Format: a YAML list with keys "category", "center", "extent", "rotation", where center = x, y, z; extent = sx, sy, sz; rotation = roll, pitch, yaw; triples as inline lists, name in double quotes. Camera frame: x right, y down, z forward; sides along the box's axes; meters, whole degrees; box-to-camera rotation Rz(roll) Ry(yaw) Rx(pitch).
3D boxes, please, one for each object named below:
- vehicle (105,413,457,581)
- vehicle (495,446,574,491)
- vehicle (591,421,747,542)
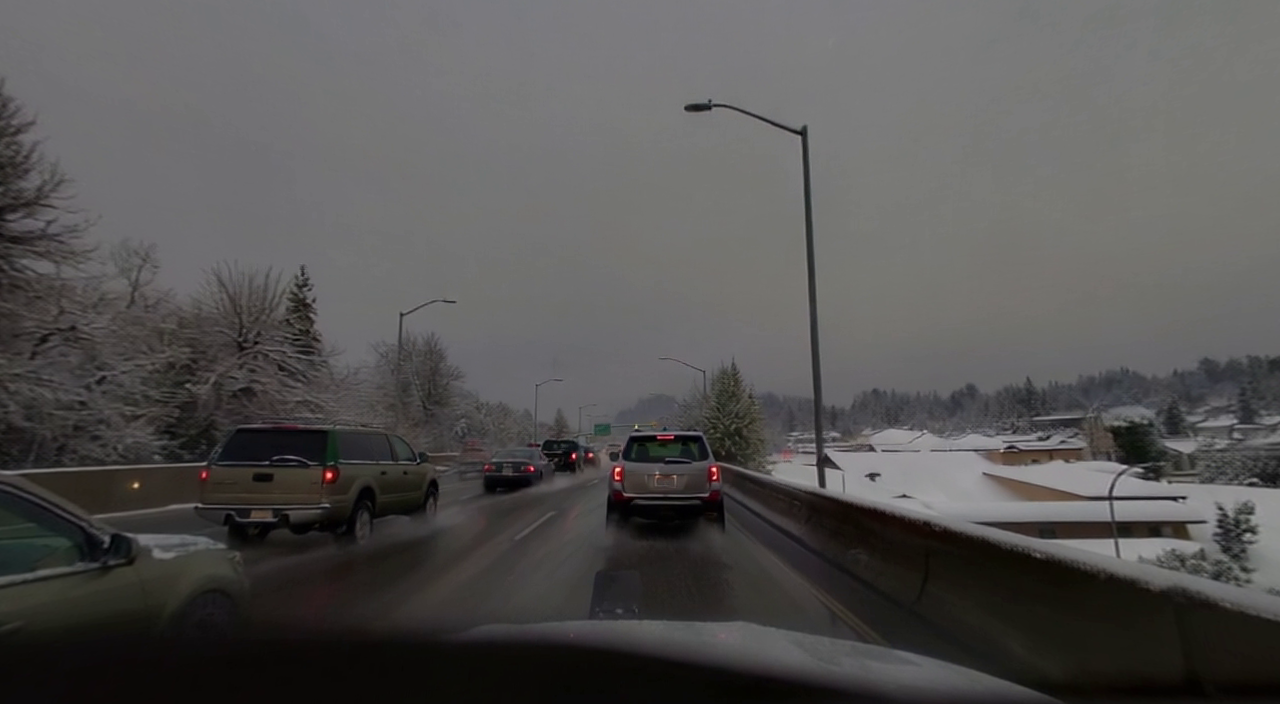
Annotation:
- category: "vehicle"
  center: [-4.326, 1.810, 8.697]
  extent: [2.076, 1.688, 4.334]
  rotation: [-1, -9, 4]
- category: "vehicle"
  center: [-3.670, 4.127, 22.768]
  extent: [1.868, 1.470, 4.105]
  rotation: [-1, -9, 4]
- category: "vehicle"
  center: [0.472, 2.203, 11.364]
  extent: [2.235, 1.716, 4.435]
  rotation: [-1, -9, 1]
